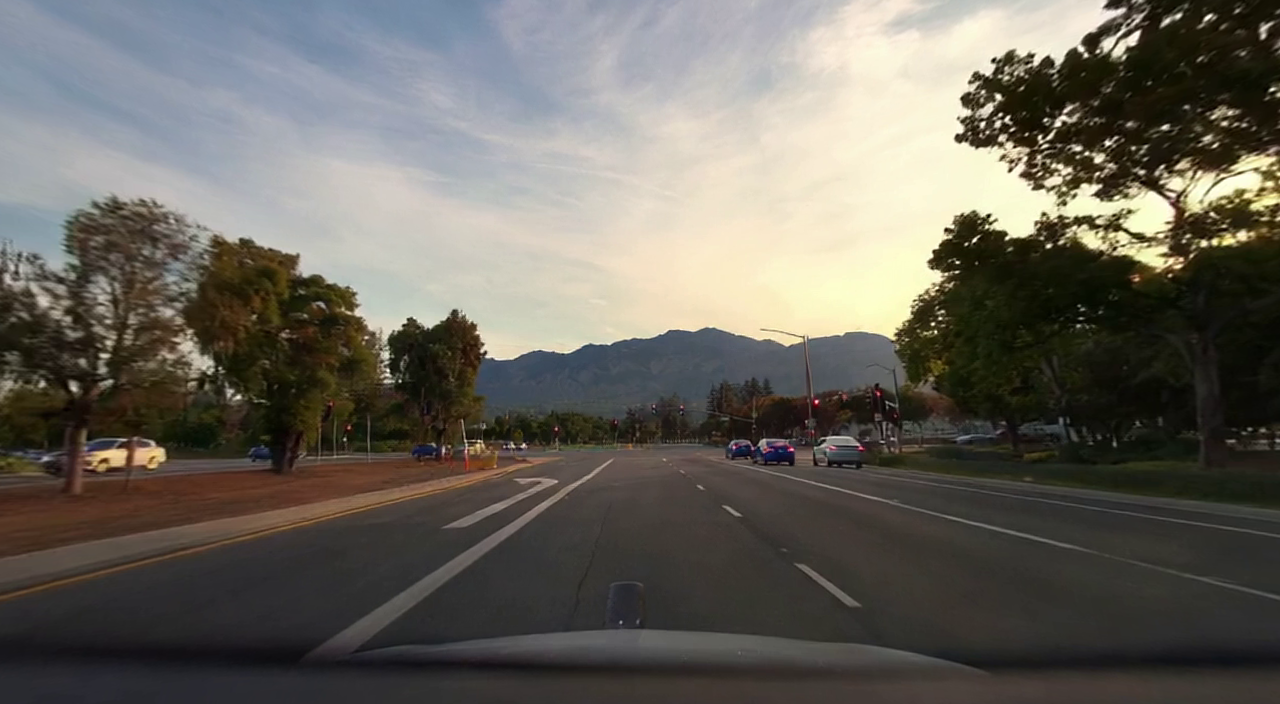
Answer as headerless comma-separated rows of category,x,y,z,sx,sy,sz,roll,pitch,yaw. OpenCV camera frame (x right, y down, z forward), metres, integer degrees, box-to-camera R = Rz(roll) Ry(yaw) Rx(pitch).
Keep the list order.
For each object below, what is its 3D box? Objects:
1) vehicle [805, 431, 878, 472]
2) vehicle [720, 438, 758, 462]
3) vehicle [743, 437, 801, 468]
vehicle,9.440,4.708,30.034,1.977,1.773,4.646,0,-8,1
vehicle,6.857,6.836,44.221,1.899,1.570,4.666,0,-8,0
vehicle,6.916,5.322,33.604,1.990,1.480,4.624,0,-8,-1
